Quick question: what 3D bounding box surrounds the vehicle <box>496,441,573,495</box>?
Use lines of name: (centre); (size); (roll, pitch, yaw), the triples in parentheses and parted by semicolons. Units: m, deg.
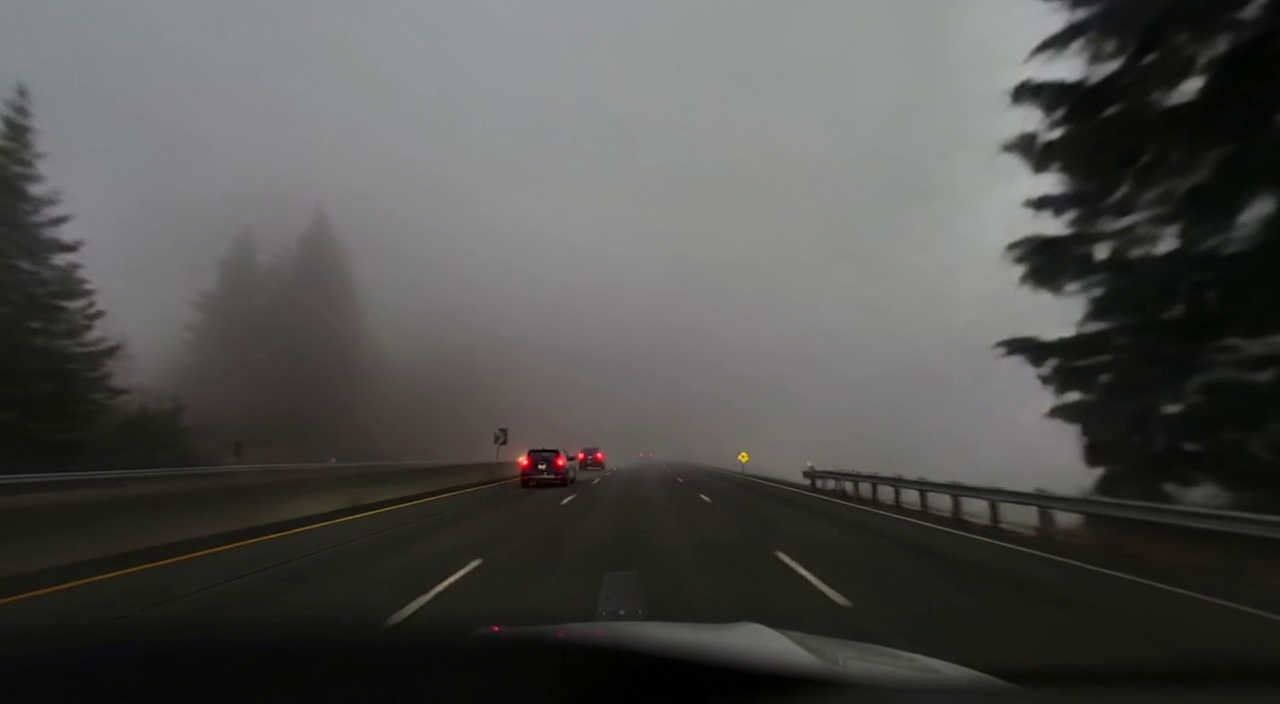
vehicle: (-3.425, 3.865, 21.325); (1.846, 1.600, 4.108); (0, -9, 1)

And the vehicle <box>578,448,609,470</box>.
vehicle: (-3.473, 8.130, 47.997); (1.996, 1.565, 4.159); (0, -9, 1)
